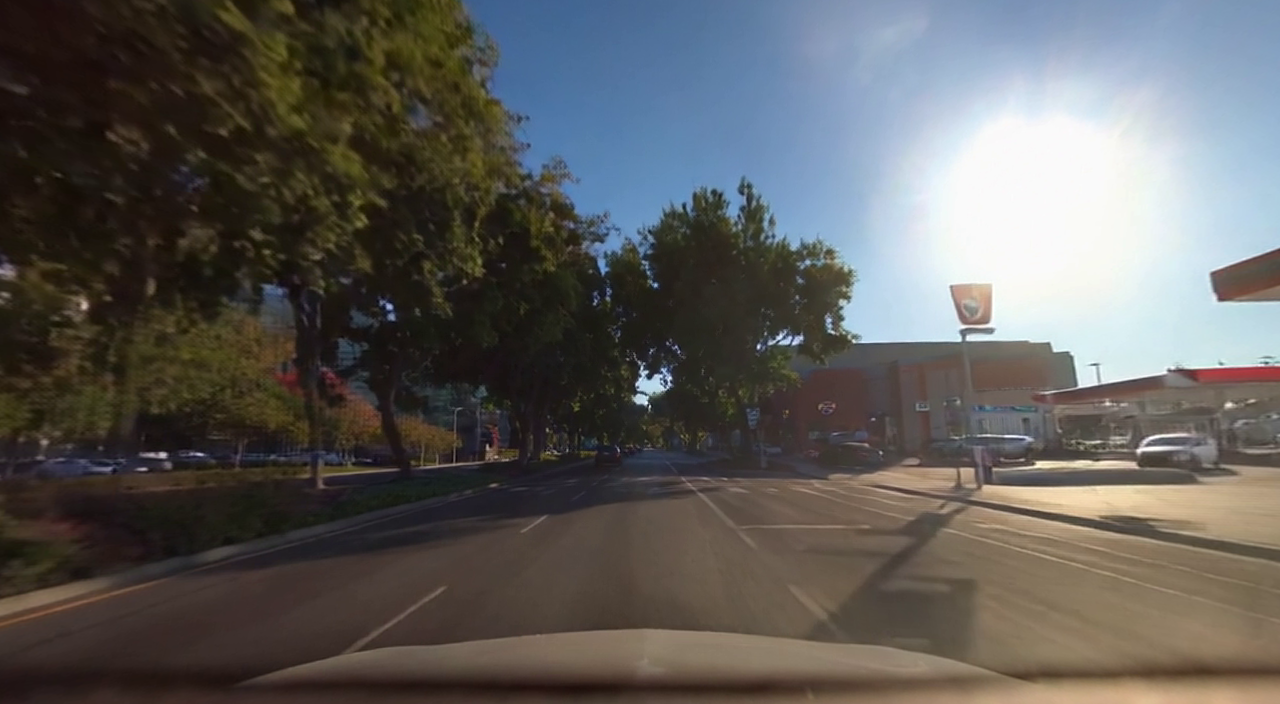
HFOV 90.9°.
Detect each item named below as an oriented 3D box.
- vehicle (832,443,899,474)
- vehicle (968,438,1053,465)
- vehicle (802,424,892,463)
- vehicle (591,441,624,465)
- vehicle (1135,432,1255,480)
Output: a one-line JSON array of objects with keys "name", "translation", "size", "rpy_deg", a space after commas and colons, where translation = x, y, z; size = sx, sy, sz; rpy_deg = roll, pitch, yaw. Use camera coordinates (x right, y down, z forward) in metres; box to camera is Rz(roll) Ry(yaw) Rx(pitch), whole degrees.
[{"name": "vehicle", "translation": [11.804, 5.572, 33.312], "size": [1.967, 1.500, 4.353], "rpy_deg": [-1, -9, 1]}, {"name": "vehicle", "translation": [21.465, 5.751, 36.445], "size": [4.674, 1.471, 1.954], "rpy_deg": [4, -10, -28]}, {"name": "vehicle", "translation": [15.311, 6.808, 46.869], "size": [5.820, 2.752, 2.234], "rpy_deg": [0, -9, -1]}, {"name": "vehicle", "translation": [-2.475, 7.860, 49.168], "size": [2.196, 1.801, 4.542], "rpy_deg": [0, -9, 1]}, {"name": "vehicle", "translation": [21.362, 3.953, 24.230], "size": [4.484, 1.697, 1.959], "rpy_deg": [5, -10, -30]}]
